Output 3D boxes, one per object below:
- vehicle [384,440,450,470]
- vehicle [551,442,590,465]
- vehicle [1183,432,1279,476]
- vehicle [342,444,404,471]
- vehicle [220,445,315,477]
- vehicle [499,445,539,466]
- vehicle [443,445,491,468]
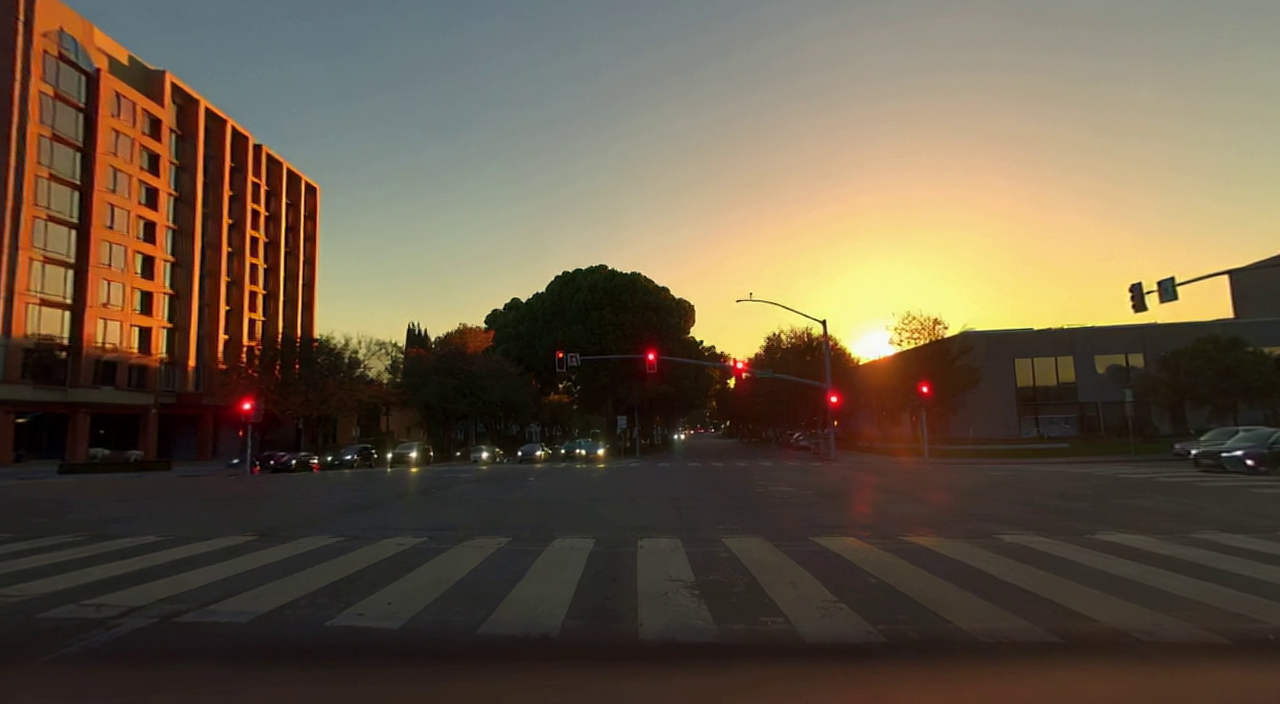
[{"bbox_3d":[-15.159,7.031,43.160,2.340,1.946,5.450,0,-9,2],"label":"vehicle"},{"bbox_3d":[-4.545,6.710,41.676,1.954,1.431,4.050,0,-9,2],"label":"vehicle"},{"bbox_3d":[22.306,3.587,22.243,4.474,1.477,1.908,0,-9,-3],"label":"vehicle"},{"bbox_3d":[-18.577,7.343,44.002,2.237,1.801,4.541,0,-9,1],"label":"vehicle"},{"bbox_3d":[-22.785,6.660,38.777,2.032,1.839,4.884,-2,-9,14],"label":"vehicle"},{"bbox_3d":[-8.113,7.001,42.606,1.910,1.321,3.692,0,-9,1],"label":"vehicle"},{"bbox_3d":[-11.649,7.077,42.694,1.911,1.476,4.297,-1,-9,2],"label":"vehicle"}]
